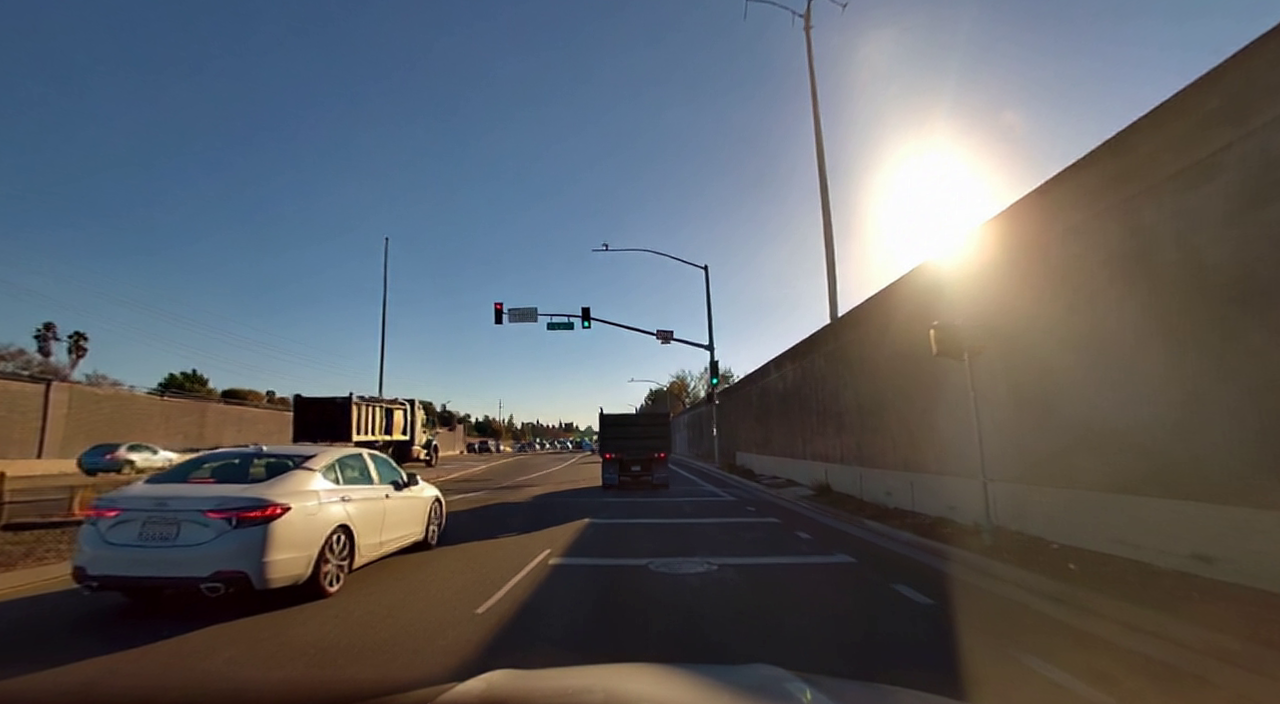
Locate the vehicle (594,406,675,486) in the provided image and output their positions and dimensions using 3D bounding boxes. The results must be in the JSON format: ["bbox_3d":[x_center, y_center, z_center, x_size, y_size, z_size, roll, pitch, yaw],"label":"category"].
[{"bbox_3d":[-0.219,3.123,21.051,2.355,2.305,5.336,0,-8,-1],"label":"vehicle"}]

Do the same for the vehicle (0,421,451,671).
[{"bbox_3d":[-3.731,1.525,6.342,2.019,1.480,4.966,0,-8,1],"label":"vehicle"}]
